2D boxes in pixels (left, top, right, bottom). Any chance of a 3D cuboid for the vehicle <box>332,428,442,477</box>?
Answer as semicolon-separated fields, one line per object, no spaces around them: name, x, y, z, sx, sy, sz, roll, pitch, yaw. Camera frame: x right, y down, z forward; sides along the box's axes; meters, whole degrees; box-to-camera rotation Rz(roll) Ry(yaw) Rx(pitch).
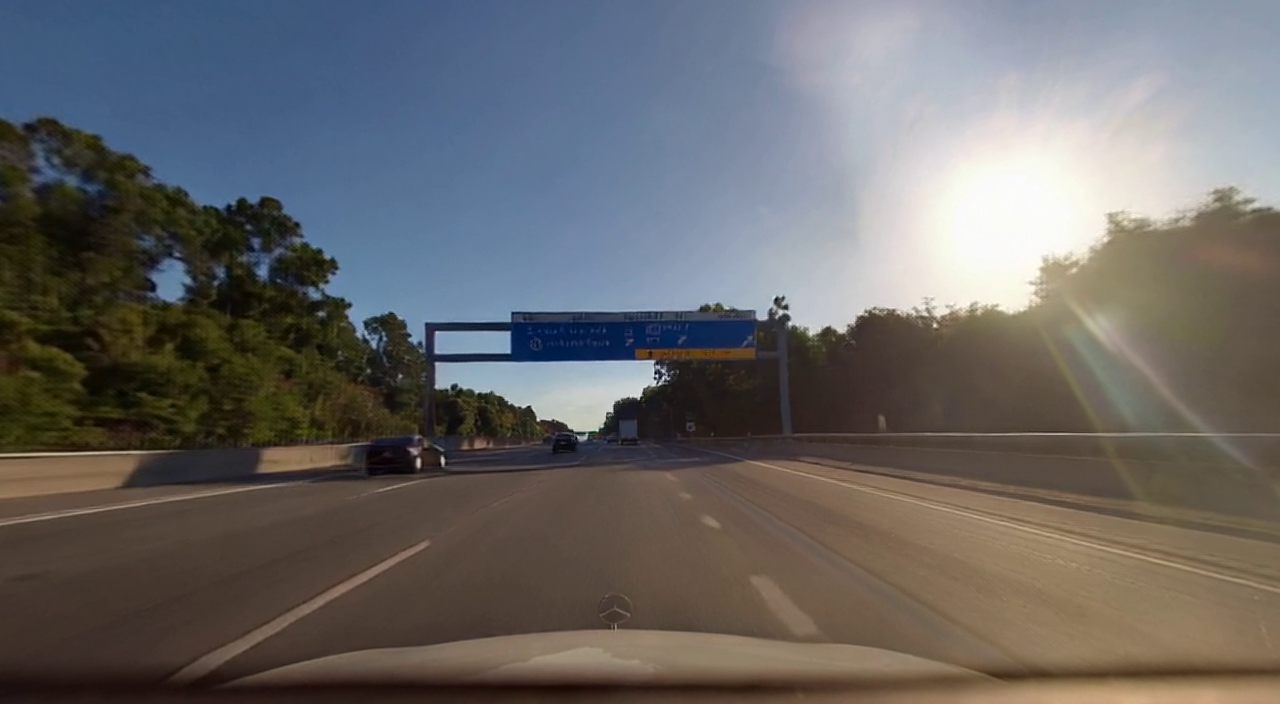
vehicle;-8.414;3.347;21.421;1.973;1.470;4.270;0;-7;0

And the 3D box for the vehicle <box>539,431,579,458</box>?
vehicle;-4.783;5.521;37.815;1.912;1.495;3.703;0;-7;0
